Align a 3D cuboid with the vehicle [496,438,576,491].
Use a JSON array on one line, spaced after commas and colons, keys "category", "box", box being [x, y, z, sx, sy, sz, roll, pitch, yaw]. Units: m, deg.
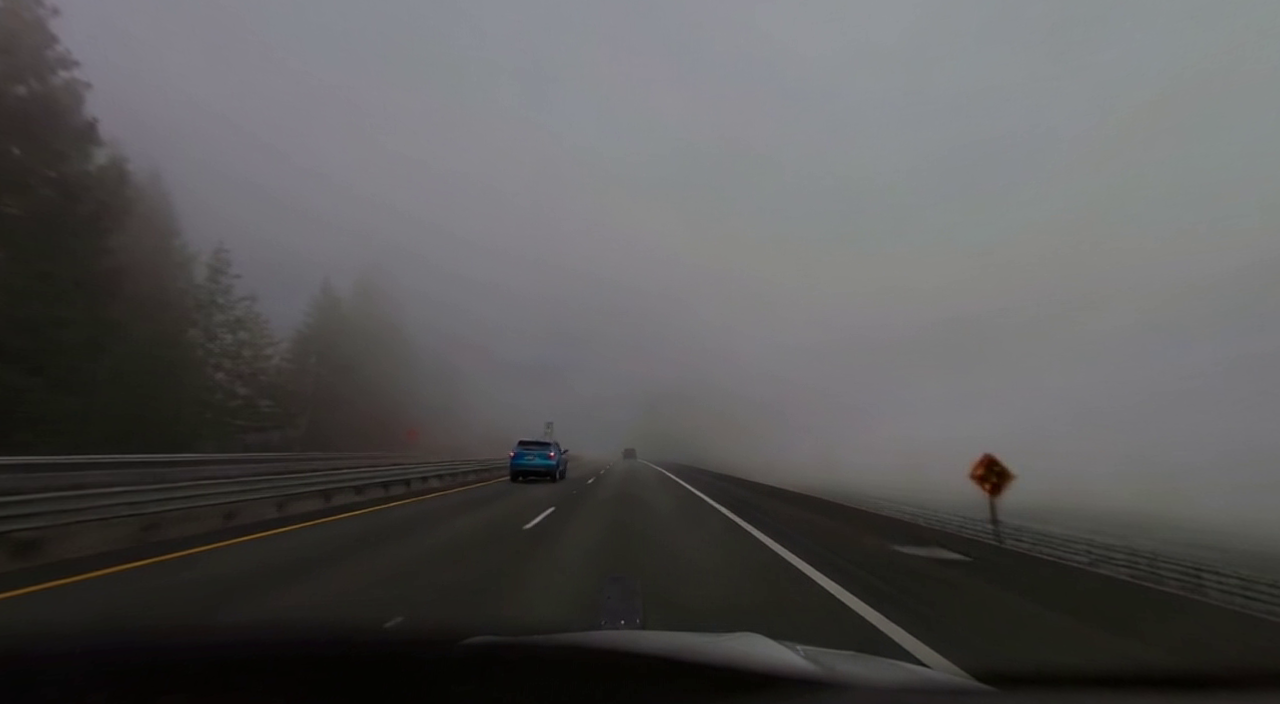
[{"category": "vehicle", "box": [-3.717, 4.105, 23.348, 2.135, 1.755, 4.476, 0, -9, 1]}]
